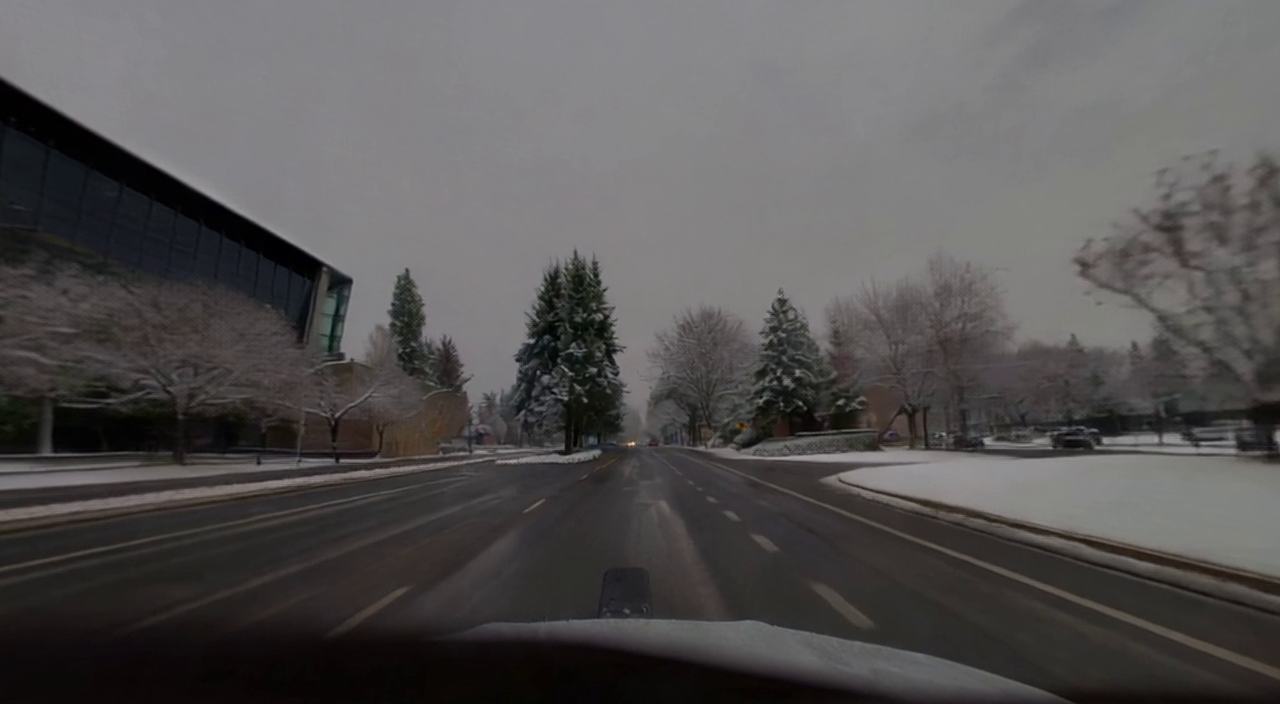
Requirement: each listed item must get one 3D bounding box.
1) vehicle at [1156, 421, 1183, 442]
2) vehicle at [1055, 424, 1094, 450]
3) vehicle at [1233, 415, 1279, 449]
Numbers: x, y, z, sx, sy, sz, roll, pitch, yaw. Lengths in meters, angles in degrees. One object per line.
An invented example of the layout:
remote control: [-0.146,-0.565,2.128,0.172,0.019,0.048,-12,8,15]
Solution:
vehicle: [41.824,6.252,49.743,1.545,1.512,3.318,-3,-6,41]
vehicle: [32.380,6.363,46.876,1.856,1.730,4.156,-9,-13,38]
vehicle: [33.676,4.358,34.061,1.940,1.727,4.262,-7,-11,39]
